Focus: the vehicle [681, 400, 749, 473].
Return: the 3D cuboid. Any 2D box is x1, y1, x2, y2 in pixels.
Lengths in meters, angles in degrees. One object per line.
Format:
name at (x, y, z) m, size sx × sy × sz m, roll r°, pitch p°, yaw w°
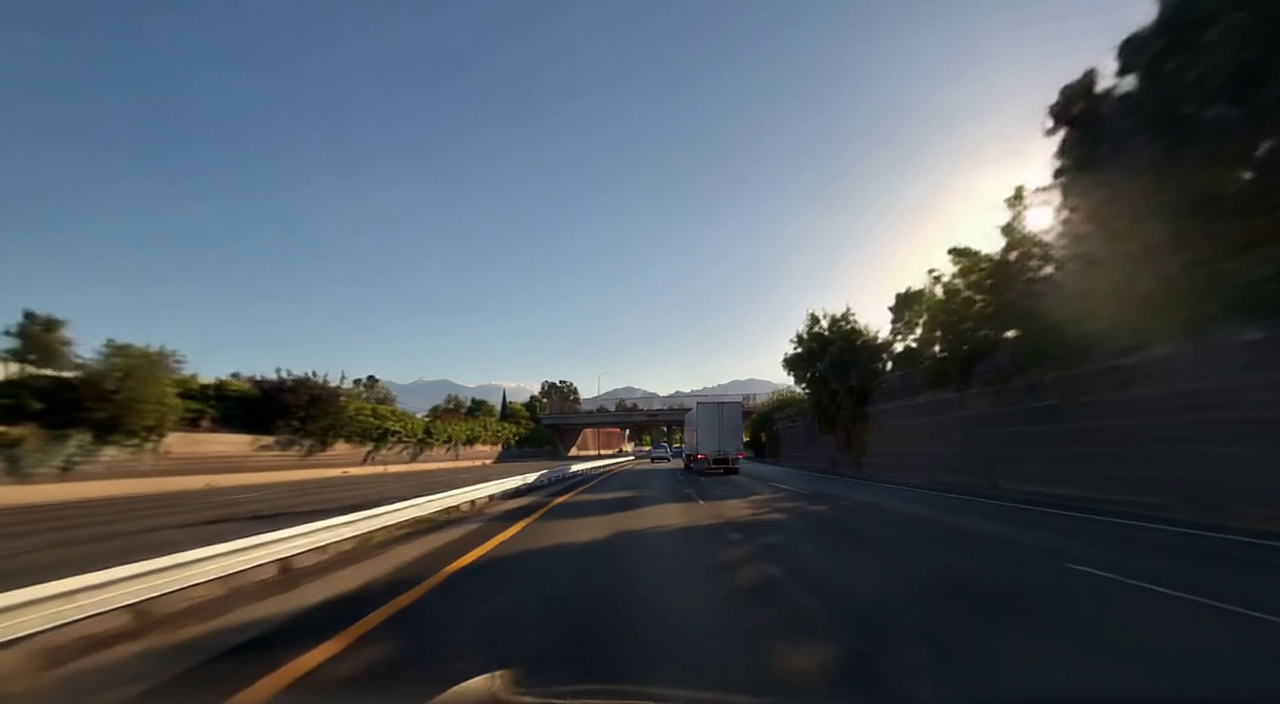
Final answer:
vehicle at (4.514, 5.602, 40.951) m, size 2.965 × 4.028 × 12.529 m, roll 0°, pitch -9°, yaw 0°
